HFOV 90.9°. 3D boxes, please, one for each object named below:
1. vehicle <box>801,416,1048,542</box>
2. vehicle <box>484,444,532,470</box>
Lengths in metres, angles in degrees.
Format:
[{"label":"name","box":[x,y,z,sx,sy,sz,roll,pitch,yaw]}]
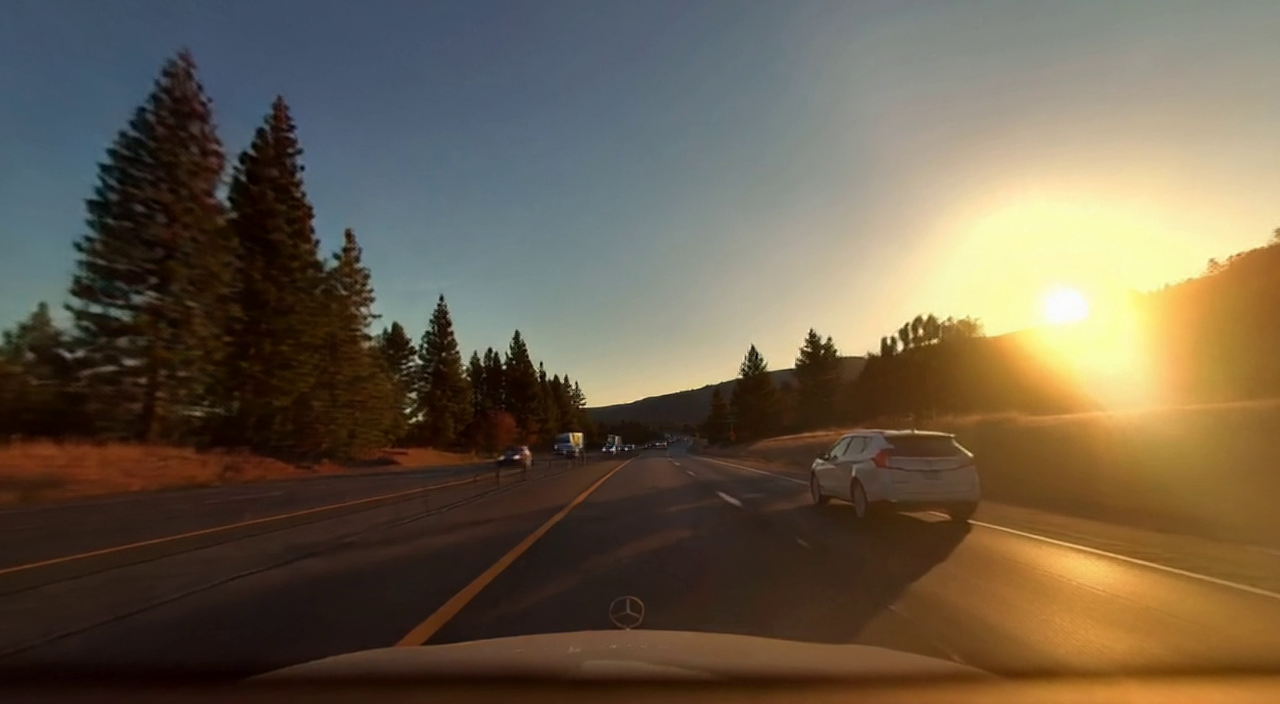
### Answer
[{"label":"vehicle","box":[4.533,2.106,11.146,2.098,1.703,4.862,0,-8,0]},{"label":"vehicle","box":[-8.725,6.982,42.040,2.062,1.597,4.608,0,-8,1]}]
